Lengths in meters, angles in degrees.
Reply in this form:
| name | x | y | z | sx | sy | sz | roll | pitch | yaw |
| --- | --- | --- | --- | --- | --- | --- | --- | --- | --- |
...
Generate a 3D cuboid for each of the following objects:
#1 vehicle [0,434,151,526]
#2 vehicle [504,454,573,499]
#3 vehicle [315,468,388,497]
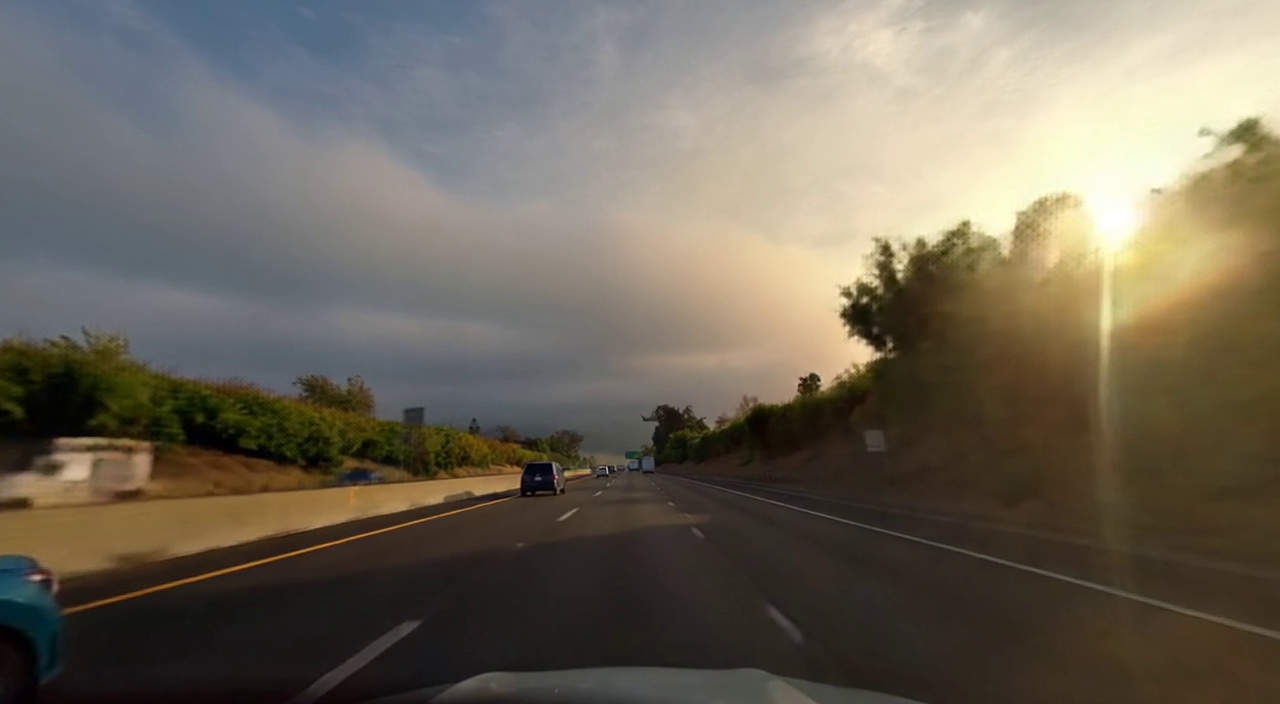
| name | x | y | z | sx | sy | sz | roll | pitch | yaw |
| --- | --- | --- | --- | --- | --- | --- | --- | --- | --- |
| vehicle | -20.368 | 4.257 | 21.281 | 2.557 | 2.682 | 6.194 | 1 | -10 | 0 |
| vehicle | -4.319 | 5.443 | 27.677 | 2.178 | 1.736 | 4.847 | 1 | -10 | 0 |
| vehicle | -16.368 | 7.401 | 36.026 | 1.938 | 1.479 | 4.676 | 1 | -10 | 0 |
